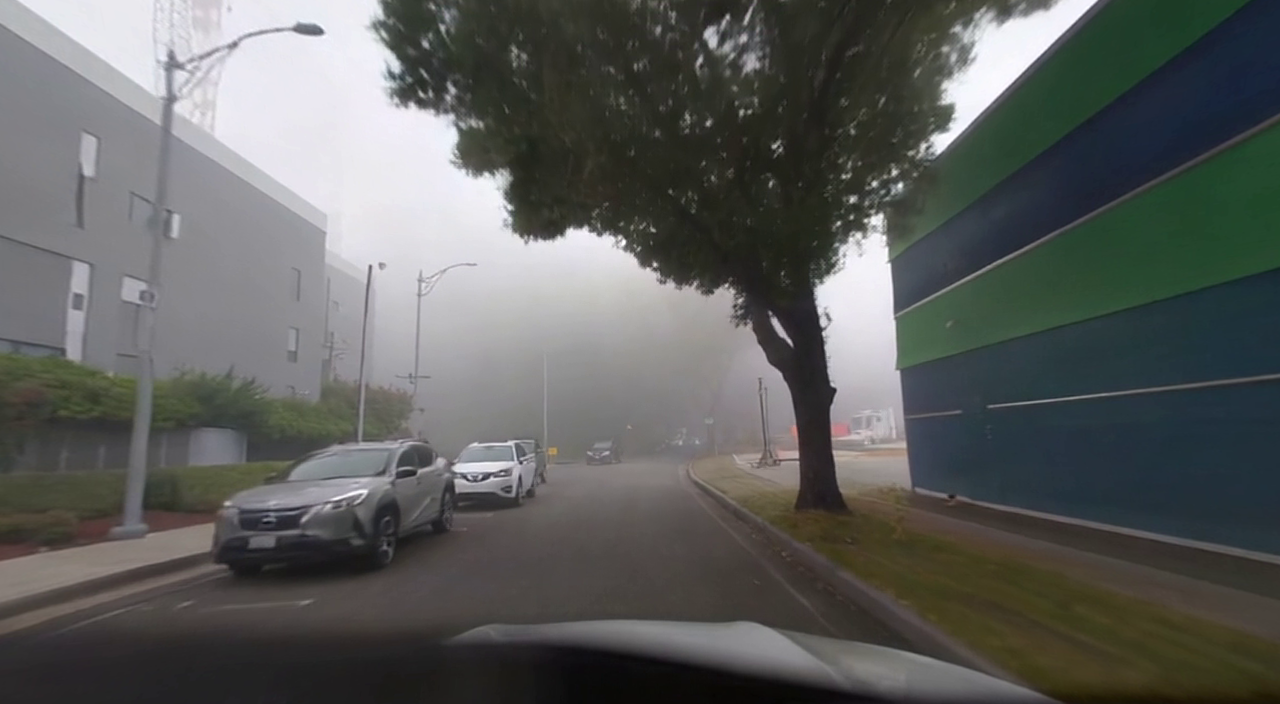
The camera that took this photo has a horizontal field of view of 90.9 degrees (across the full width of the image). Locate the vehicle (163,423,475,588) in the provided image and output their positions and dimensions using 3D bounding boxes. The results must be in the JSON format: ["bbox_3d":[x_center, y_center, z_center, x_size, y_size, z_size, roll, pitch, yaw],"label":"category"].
[{"bbox_3d":[-3.787,1.837,8.491,1.980,1.635,4.153,0,-8,0],"label":"vehicle"}]

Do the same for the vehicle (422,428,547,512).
[{"bbox_3d":[-3.529,2.736,15.156,2.026,1.699,4.224,0,-8,-1],"label":"vehicle"}]

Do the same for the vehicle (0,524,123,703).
[{"bbox_3d":[-3.994,1.297,2.017,1.741,0.964,3.497,0,-8,0],"label":"vehicle"}]

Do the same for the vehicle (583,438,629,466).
[{"bbox_3d":[-2.083,6.286,39.803,1.967,1.646,4.192,-2,-8,10],"label":"vehicle"}]
